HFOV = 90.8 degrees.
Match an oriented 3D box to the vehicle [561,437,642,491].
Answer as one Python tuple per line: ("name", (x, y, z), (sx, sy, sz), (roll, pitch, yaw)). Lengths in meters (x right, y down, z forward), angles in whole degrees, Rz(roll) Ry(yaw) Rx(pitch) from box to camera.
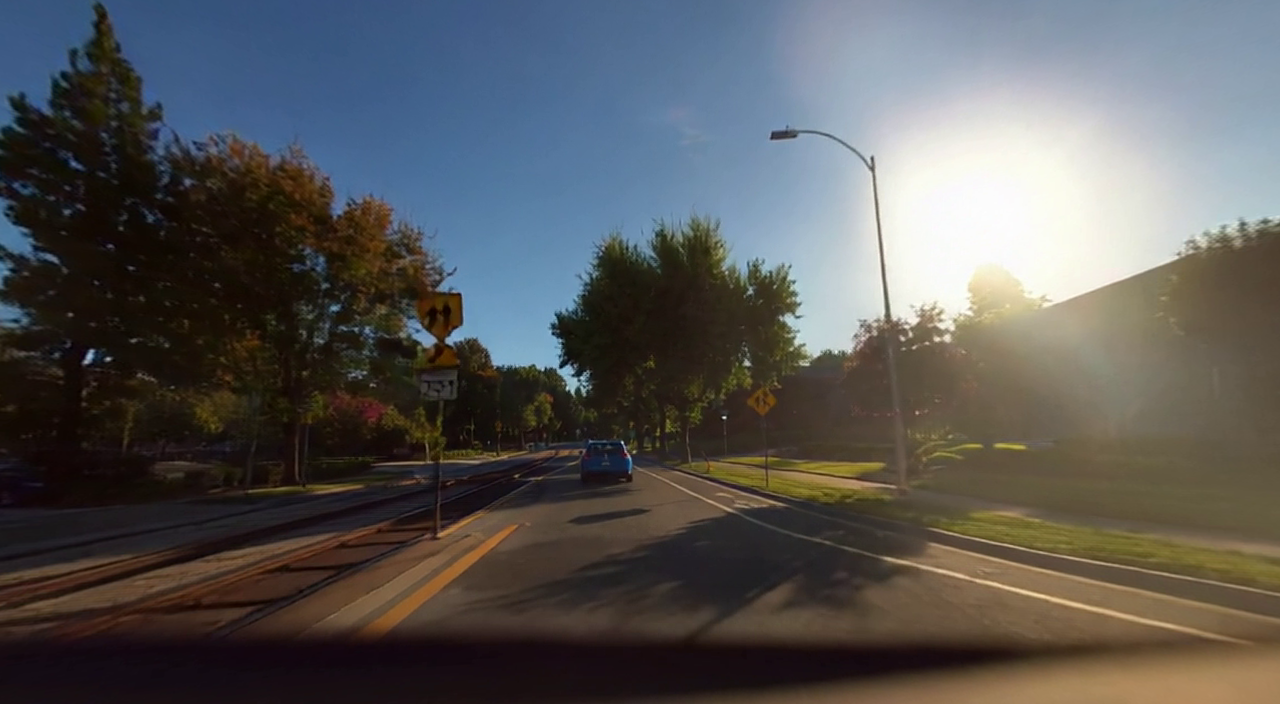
("vehicle", (-1.202, 3.498, 20.103), (2.295, 1.510, 4.364), (0, -8, -3))
